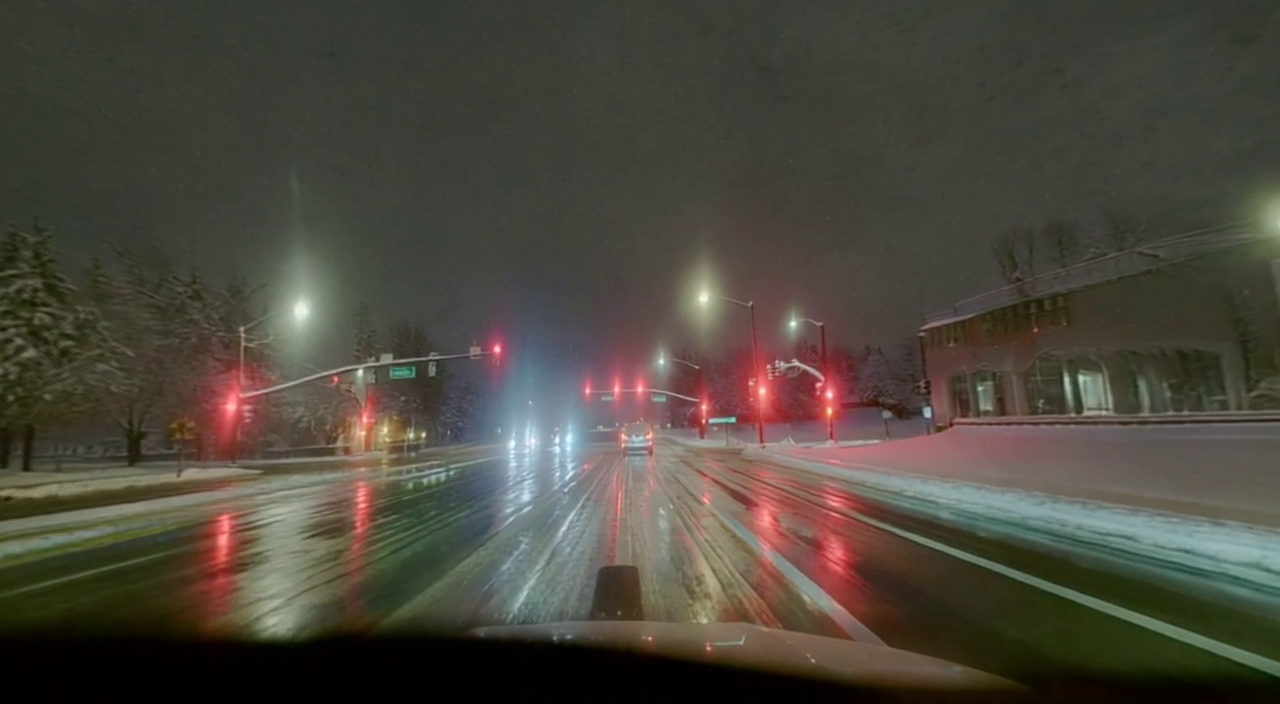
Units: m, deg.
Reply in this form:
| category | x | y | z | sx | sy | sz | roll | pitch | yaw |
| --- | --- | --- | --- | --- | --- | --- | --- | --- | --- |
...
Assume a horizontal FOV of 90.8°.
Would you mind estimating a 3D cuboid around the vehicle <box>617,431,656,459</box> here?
| category | x | y | z | sx | sy | sz | roll | pitch | yaw |
| --- | --- | --- | --- | --- | --- | --- | --- | --- | --- |
| vehicle | -0.226 | 5.222 | 35.471 | 2.107 | 1.470 | 3.974 | 0 | -8 | -1 |
